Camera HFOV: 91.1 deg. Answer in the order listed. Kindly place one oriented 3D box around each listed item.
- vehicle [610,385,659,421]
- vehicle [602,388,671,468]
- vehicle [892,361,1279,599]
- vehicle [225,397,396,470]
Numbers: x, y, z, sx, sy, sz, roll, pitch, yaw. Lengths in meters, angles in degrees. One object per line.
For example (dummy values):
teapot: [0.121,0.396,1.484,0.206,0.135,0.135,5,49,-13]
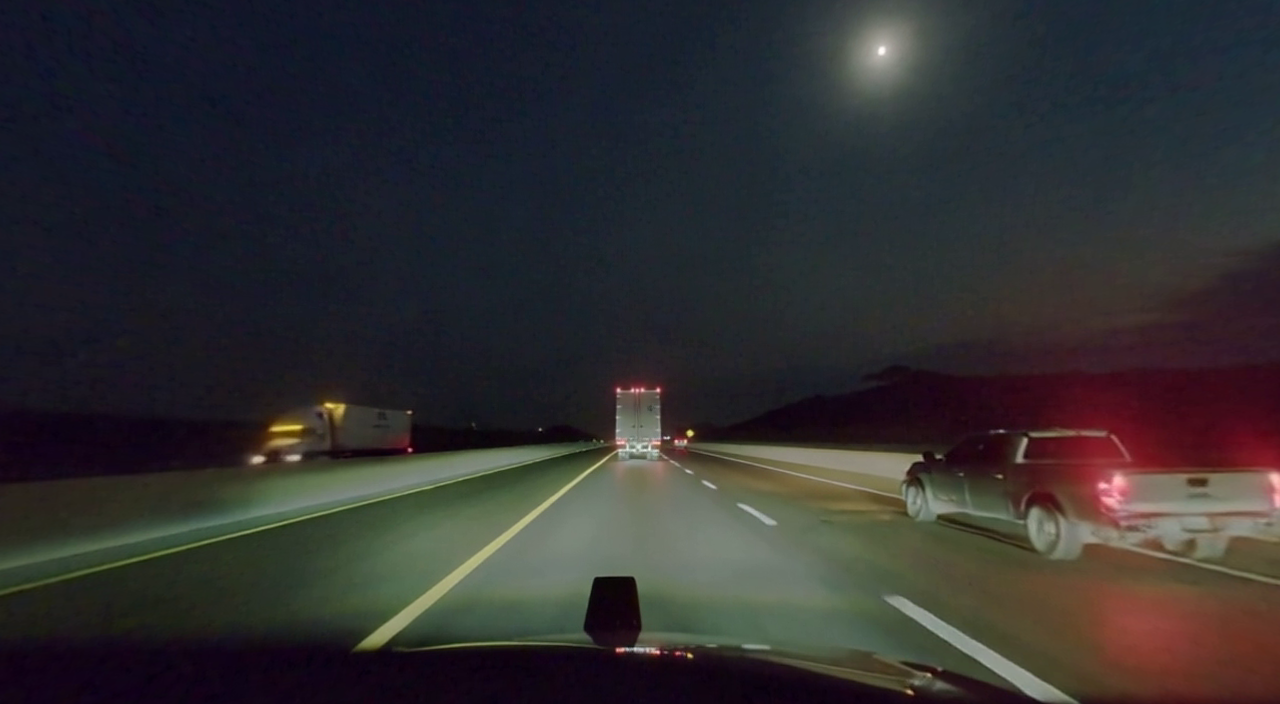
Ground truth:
vehicle: [-0.259,2.475,29.594,2.112,1.472,4.240,0,-8,0]
vehicle: [-0.358,4.063,33.768,2.953,3.406,13.372,1,-7,-2]
vehicle: [4.939,1.284,7.223,2.091,1.829,4.625,0,-8,-1]
vehicle: [-18.209,4.745,36.477,2.989,3.480,12.878,0,-8,0]
